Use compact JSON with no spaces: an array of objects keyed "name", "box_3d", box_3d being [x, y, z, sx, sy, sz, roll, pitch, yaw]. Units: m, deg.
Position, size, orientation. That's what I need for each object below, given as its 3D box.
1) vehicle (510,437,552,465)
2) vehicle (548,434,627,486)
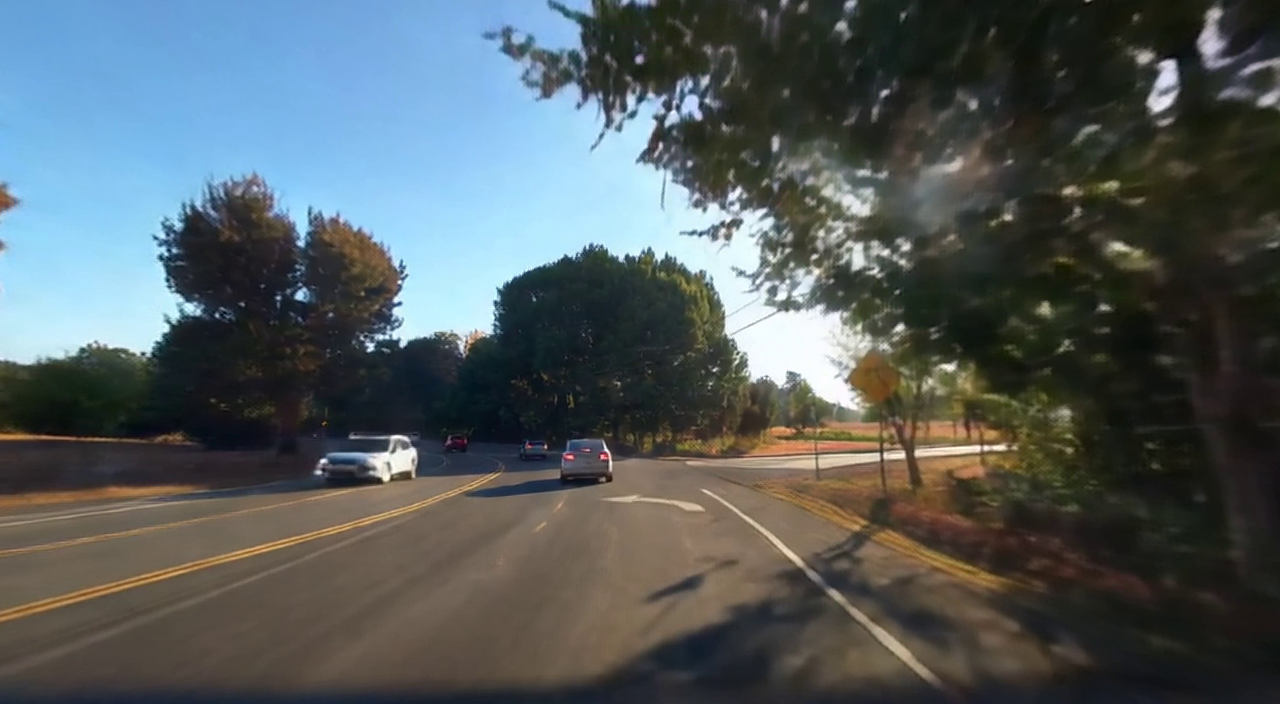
[{"name":"vehicle","box_3d":[-6.502,5.841,37.307,2.080,1.530,3.719,2,-9,-14]},{"name":"vehicle","box_3d":[-1.844,3.518,20.734,2.296,1.510,4.068,1,-9,-9]}]
